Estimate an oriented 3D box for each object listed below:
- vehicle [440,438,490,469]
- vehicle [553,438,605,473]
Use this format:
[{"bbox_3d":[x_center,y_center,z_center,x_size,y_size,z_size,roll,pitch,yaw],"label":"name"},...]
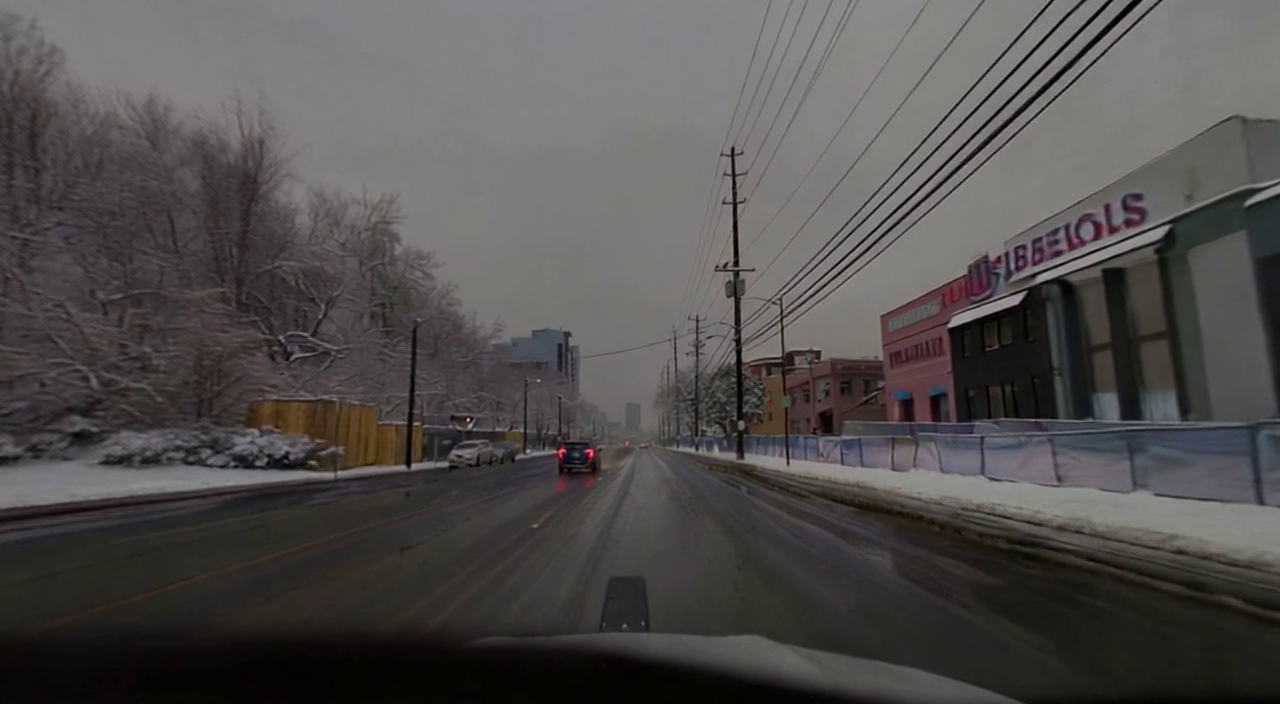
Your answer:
[{"bbox_3d":[-11.728,6.791,42.446,2.052,1.898,4.253,0,-8,1],"label":"vehicle"},{"bbox_3d":[-2.885,5.031,31.007,2.036,1.589,4.549,0,-8,1],"label":"vehicle"}]
